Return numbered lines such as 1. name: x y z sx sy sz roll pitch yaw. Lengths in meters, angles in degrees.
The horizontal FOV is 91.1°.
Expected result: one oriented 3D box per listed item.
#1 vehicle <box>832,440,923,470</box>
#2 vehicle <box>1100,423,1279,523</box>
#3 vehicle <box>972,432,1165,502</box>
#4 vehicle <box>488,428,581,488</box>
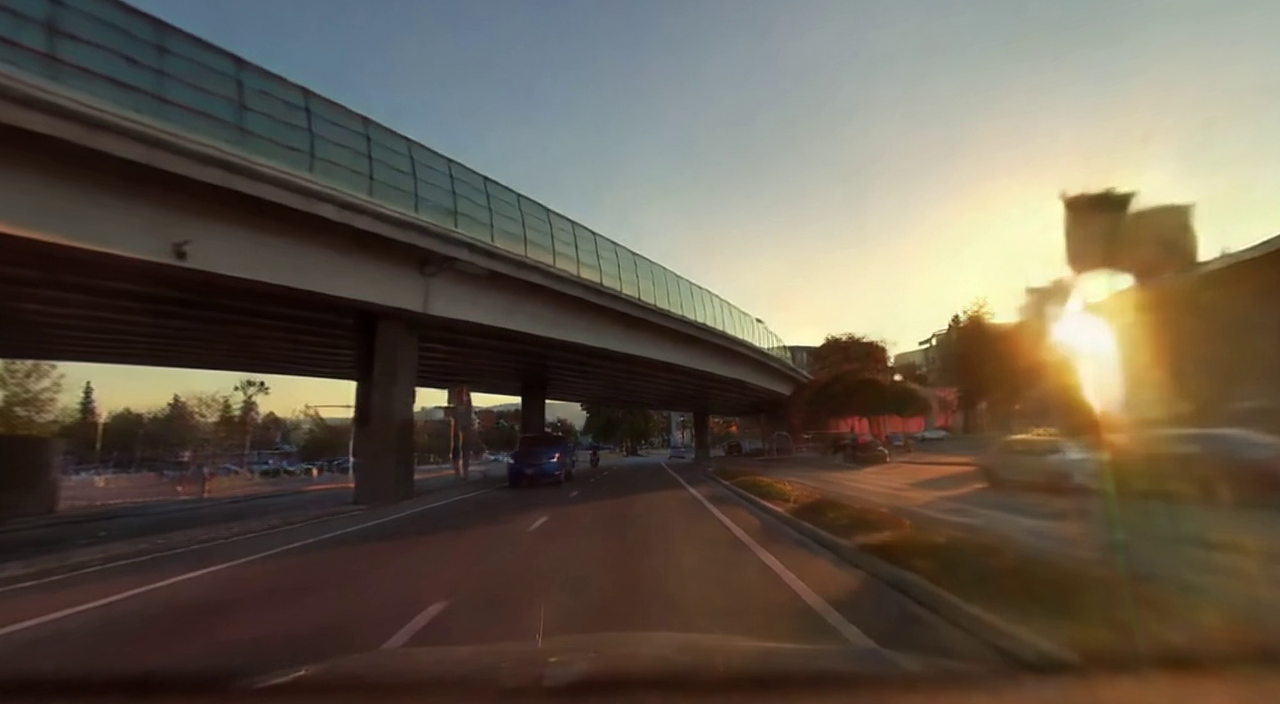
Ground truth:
1. vehicle: 14.398 6.233 38.344 2.078 1.523 4.760 2 -7 -34
2. vehicle: 11.639 2.225 12.100 2.051 1.534 4.466 -6 -9 0
3. vehicle: 11.653 3.112 17.585 2.189 1.510 4.458 -5 -8 0
4. vehicle: -3.865 4.045 24.314 2.468 1.993 5.840 -1 -9 1
